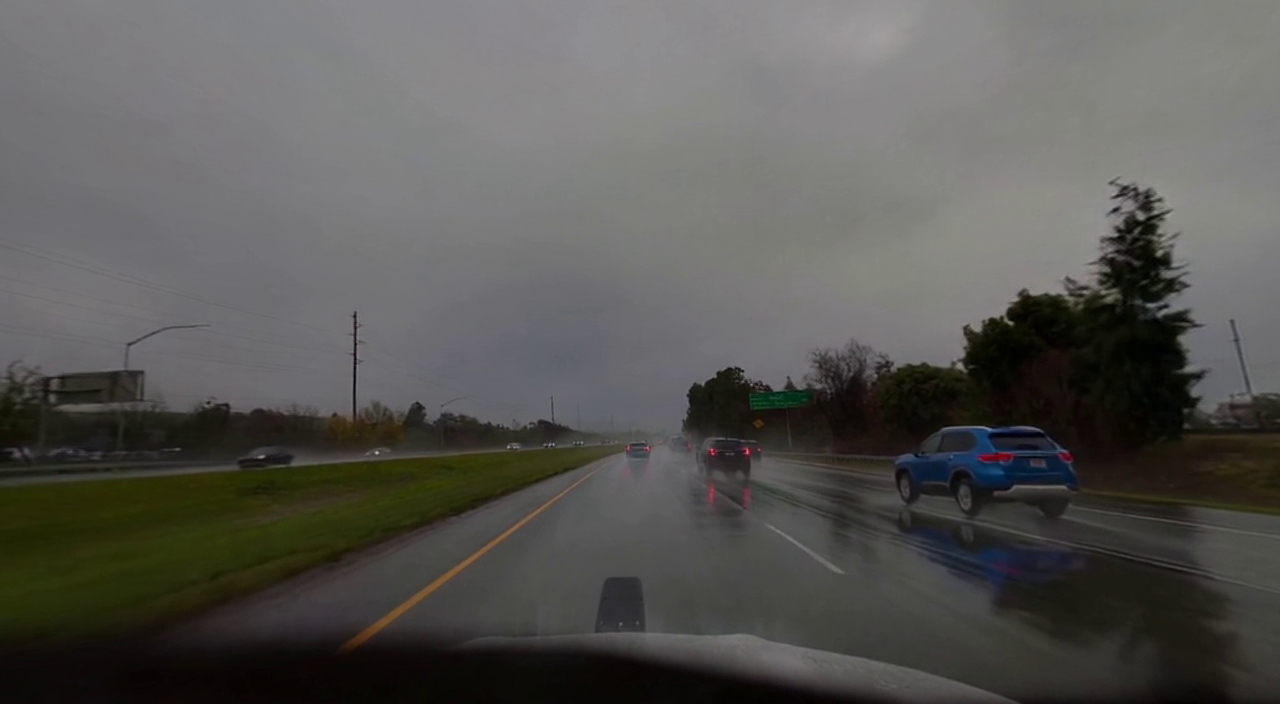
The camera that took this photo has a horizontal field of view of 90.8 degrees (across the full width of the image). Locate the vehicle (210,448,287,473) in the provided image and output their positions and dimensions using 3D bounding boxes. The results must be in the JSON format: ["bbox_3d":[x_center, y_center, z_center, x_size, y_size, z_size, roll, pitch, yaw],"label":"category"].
[{"bbox_3d":[-24.949,6.891,40.517,1.864,1.444,4.875,0,-8,-1],"label":"vehicle"}]

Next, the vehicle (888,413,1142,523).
[{"bbox_3d":[7.126,2.261,12.843,2.114,1.800,4.779,0,-8,-1],"label":"vehicle"}]

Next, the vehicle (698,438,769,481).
[{"bbox_3d":[3.550,4.172,24.831,1.978,1.488,4.252,0,-8,-2],"label":"vehicle"}]

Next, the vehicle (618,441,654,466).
[{"bbox_3d":[-0.284,6.270,39.125,2.085,1.449,3.860,0,-8,-1],"label":"vehicle"}]
